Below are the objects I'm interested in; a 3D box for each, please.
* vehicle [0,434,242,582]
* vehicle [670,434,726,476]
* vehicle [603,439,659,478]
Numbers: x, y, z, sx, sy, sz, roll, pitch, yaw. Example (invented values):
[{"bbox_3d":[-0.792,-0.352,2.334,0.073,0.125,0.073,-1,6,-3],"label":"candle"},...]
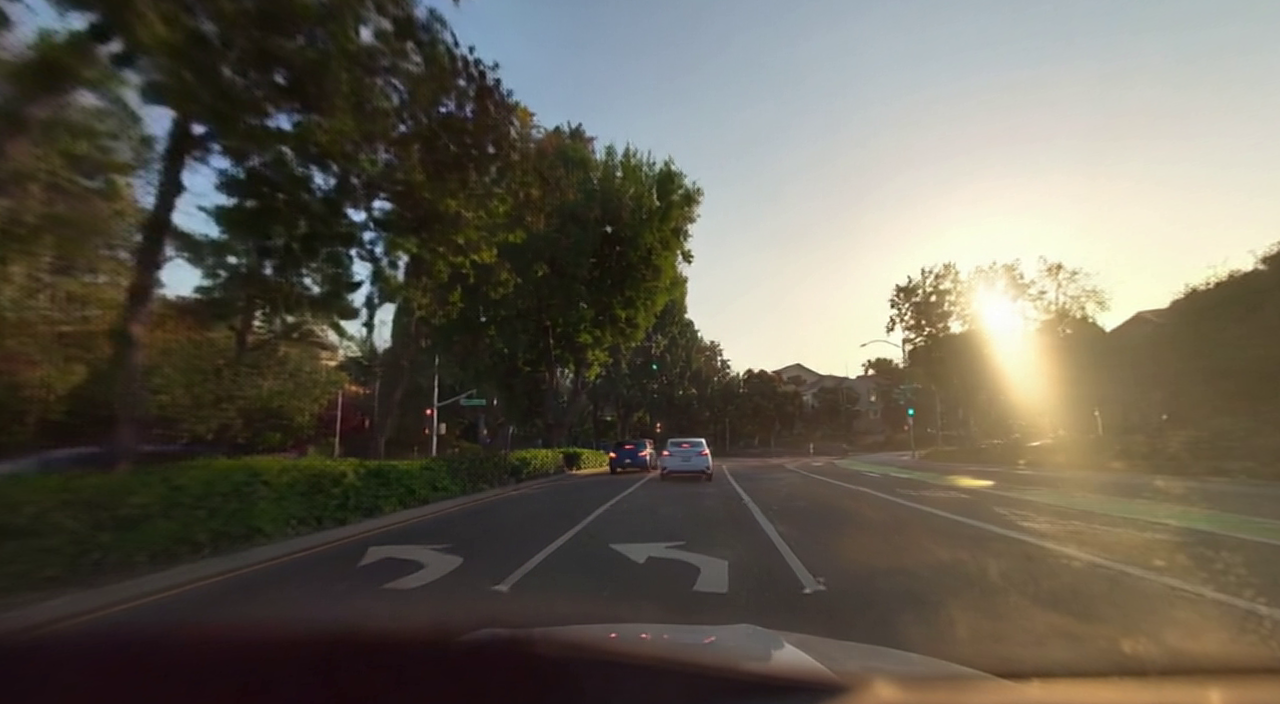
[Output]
[{"bbox_3d":[-8.229,2.050,9.014,2.029,1.667,4.504,-1,-8,2],"label":"vehicle"},{"bbox_3d":[2.572,4.580,28.263,2.286,1.701,4.395,-1,-8,4],"label":"vehicle"},{"bbox_3d":[-0.297,4.448,26.629,1.923,1.498,3.887,-1,-9,5],"label":"vehicle"}]
